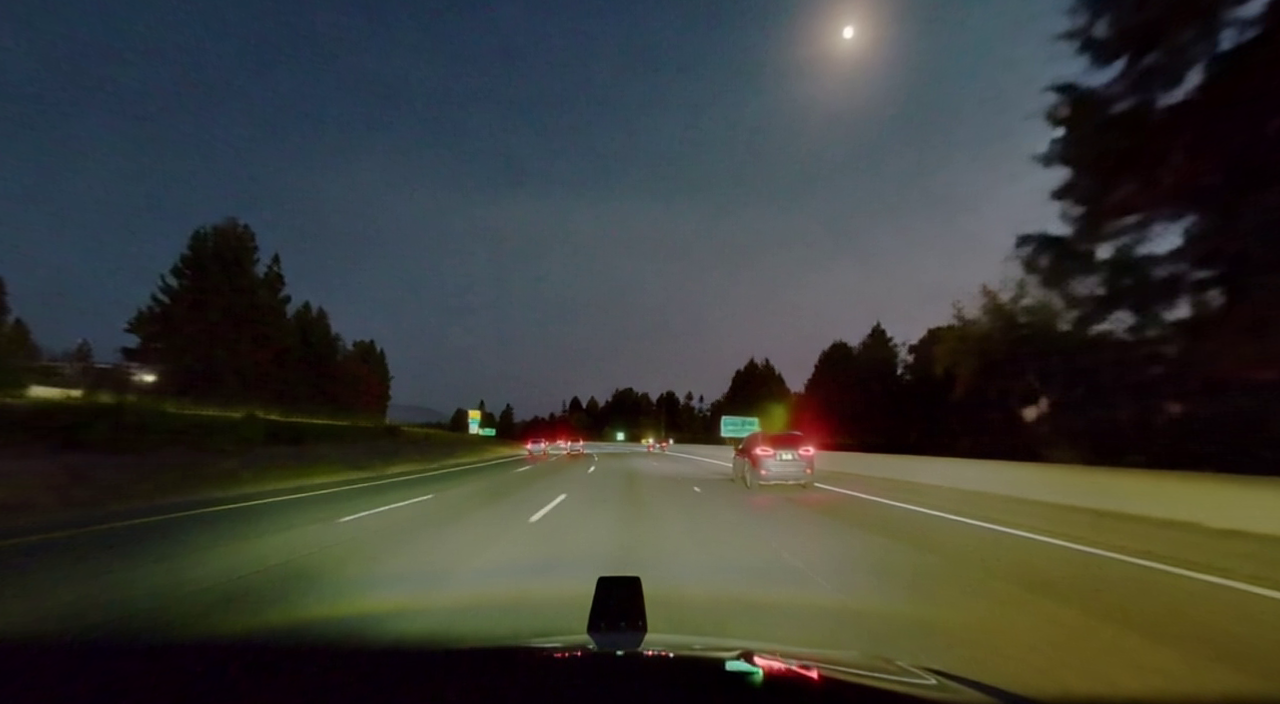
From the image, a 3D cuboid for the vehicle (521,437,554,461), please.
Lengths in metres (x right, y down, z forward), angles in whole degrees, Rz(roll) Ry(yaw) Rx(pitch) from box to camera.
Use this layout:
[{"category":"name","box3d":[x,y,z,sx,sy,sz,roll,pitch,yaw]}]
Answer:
[{"category":"vehicle","box3d":[-7.412,7.098,46.071,2.064,1.645,4.286,1,-8,-5]}]

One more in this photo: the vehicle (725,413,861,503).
[{"category":"vehicle","box3d":[3.405,2.462,14.987,2.043,1.795,4.347,0,-8,-1]}]
